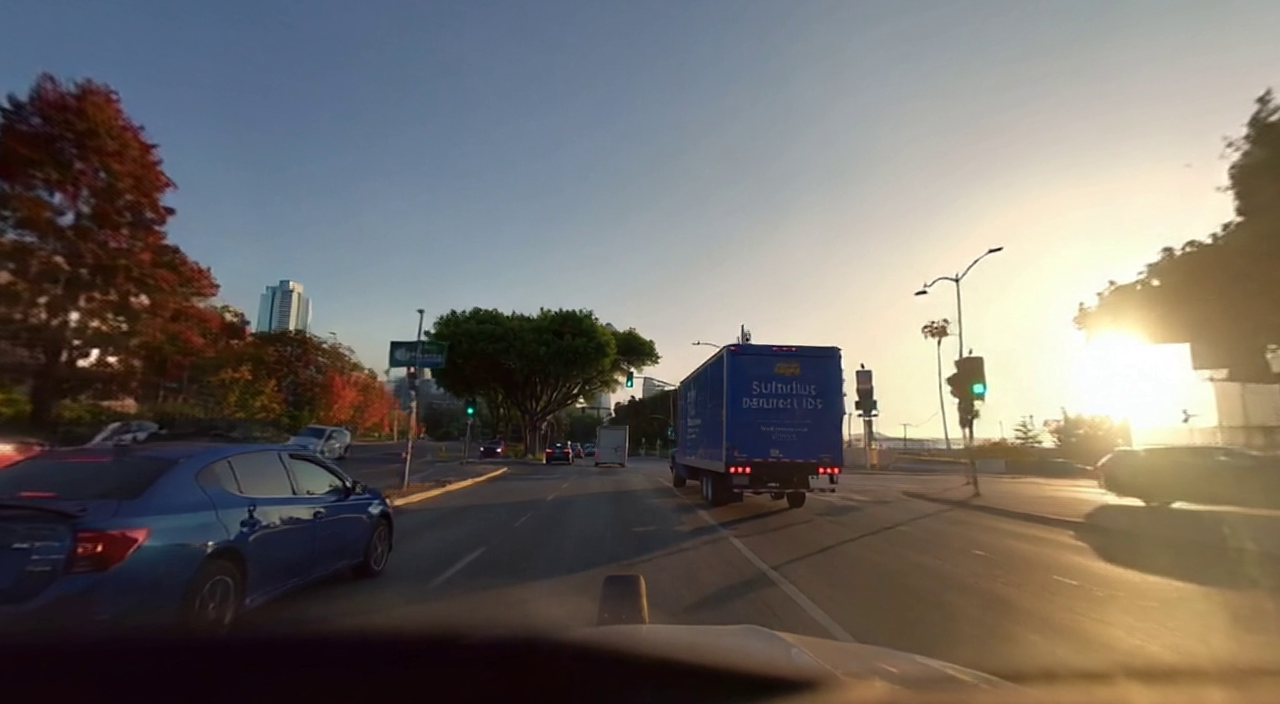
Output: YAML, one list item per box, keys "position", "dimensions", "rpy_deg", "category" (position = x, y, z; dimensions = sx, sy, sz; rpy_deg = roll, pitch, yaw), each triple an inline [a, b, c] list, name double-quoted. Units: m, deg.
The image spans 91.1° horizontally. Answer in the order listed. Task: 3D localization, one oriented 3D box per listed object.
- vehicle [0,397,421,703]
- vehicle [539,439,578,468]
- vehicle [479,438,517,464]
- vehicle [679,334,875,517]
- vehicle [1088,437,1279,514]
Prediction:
- position: [-3.423, 1.274, 4.852]
  dimensions: [1.828, 1.515, 4.422]
  rpy_deg: [0, -8, 0]
  category: "vehicle"
- position: [-5.368, 6.739, 41.823]
  dimensions: [2.388, 1.811, 4.455]
  rpy_deg: [1, -9, -5]
  category: "vehicle"
- position: [-10.701, 7.508, 47.740]
  dimensions: [2.374, 1.863, 4.751]
  rpy_deg: [1, -9, -7]
  category: "vehicle"
- position: [2.995, 2.066, 16.807]
  dimensions: [2.905, 3.644, 8.441]
  rpy_deg: [0, -9, -3]
  category: "vehicle"
- position: [16.267, 3.390, 17.429]
  dimensions: [5.670, 1.895, 2.219]
  rpy_deg: [-1, -8, 16]
  category: "vehicle"
